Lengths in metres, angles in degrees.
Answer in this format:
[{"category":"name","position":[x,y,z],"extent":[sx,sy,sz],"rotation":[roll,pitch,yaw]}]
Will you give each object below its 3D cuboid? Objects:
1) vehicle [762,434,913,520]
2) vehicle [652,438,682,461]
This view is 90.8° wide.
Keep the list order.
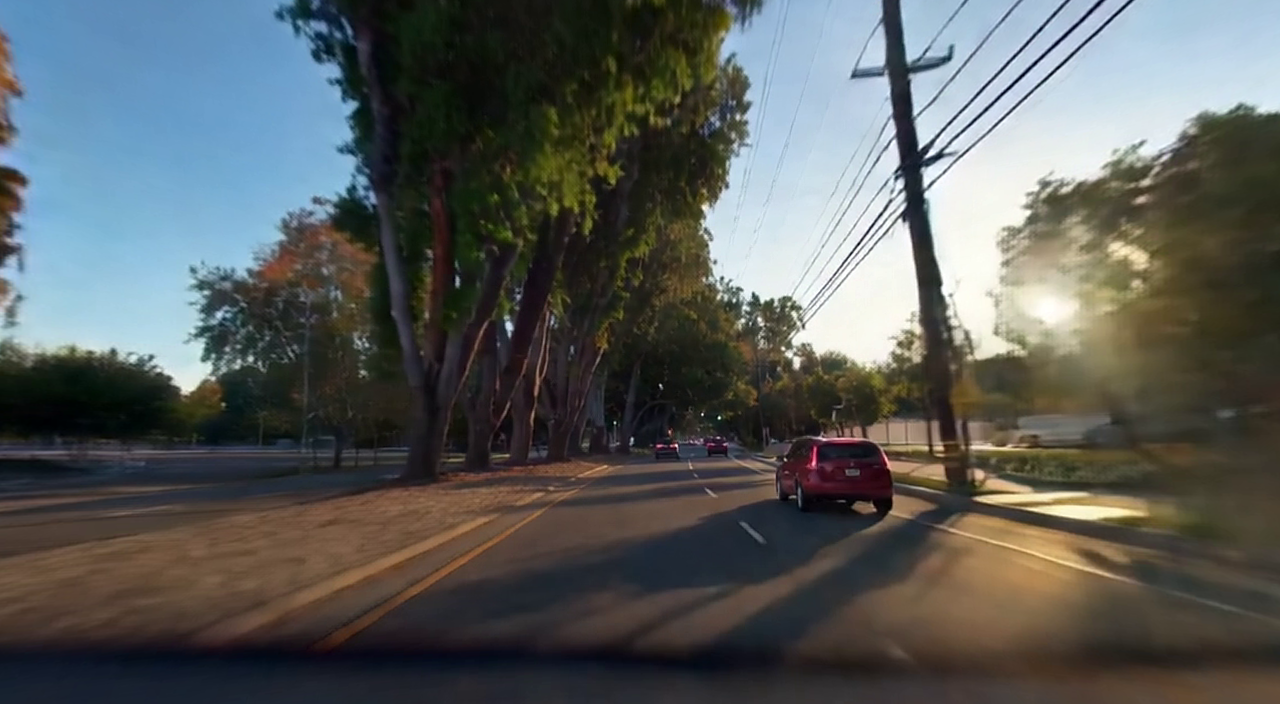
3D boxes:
[{"category":"vehicle","position":[3.962,2.569,13.527],"extent":[1.881,1.512,4.294],"rotation":[-1,-8,1]},{"category":"vehicle","position":[2.155,7.556,49.033],"extent":[2.163,1.746,4.073],"rotation":[-1,-9,4]}]
